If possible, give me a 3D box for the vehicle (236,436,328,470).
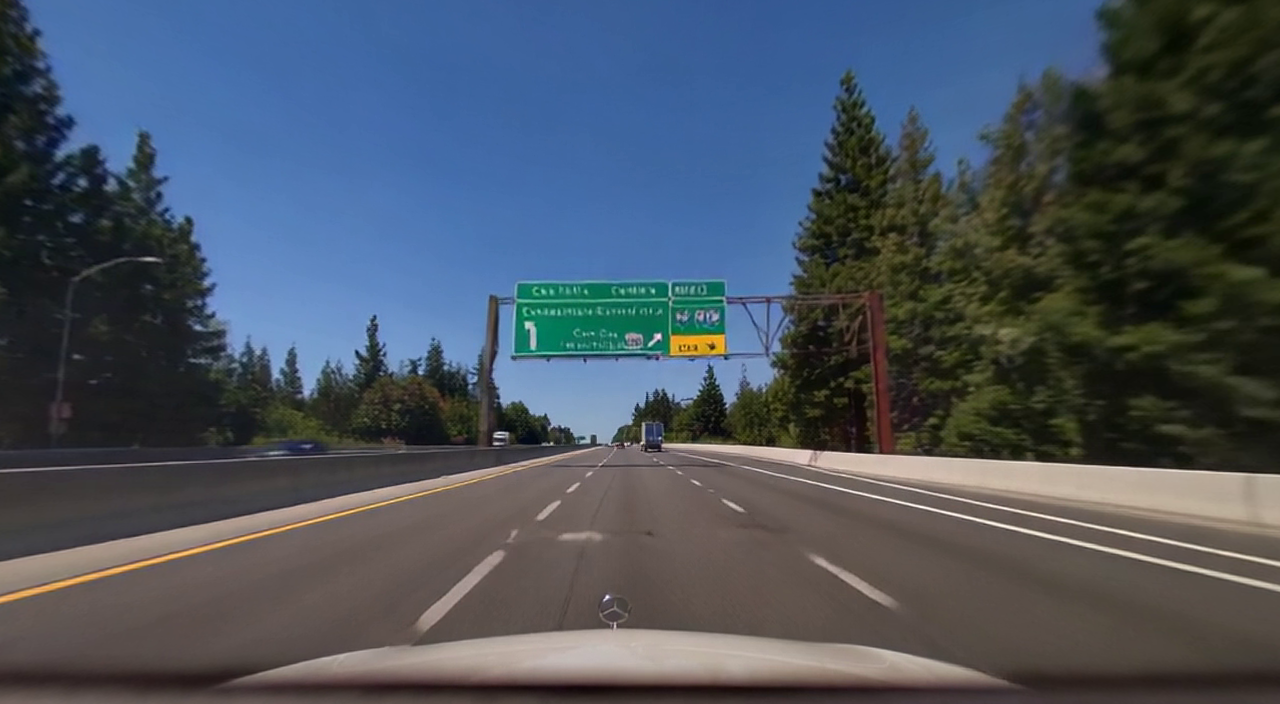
[{"bbox_3d":[-17.387,4.919,30.835,1.890,1.501,4.553,0,-8,-1],"label":"vehicle"}]
